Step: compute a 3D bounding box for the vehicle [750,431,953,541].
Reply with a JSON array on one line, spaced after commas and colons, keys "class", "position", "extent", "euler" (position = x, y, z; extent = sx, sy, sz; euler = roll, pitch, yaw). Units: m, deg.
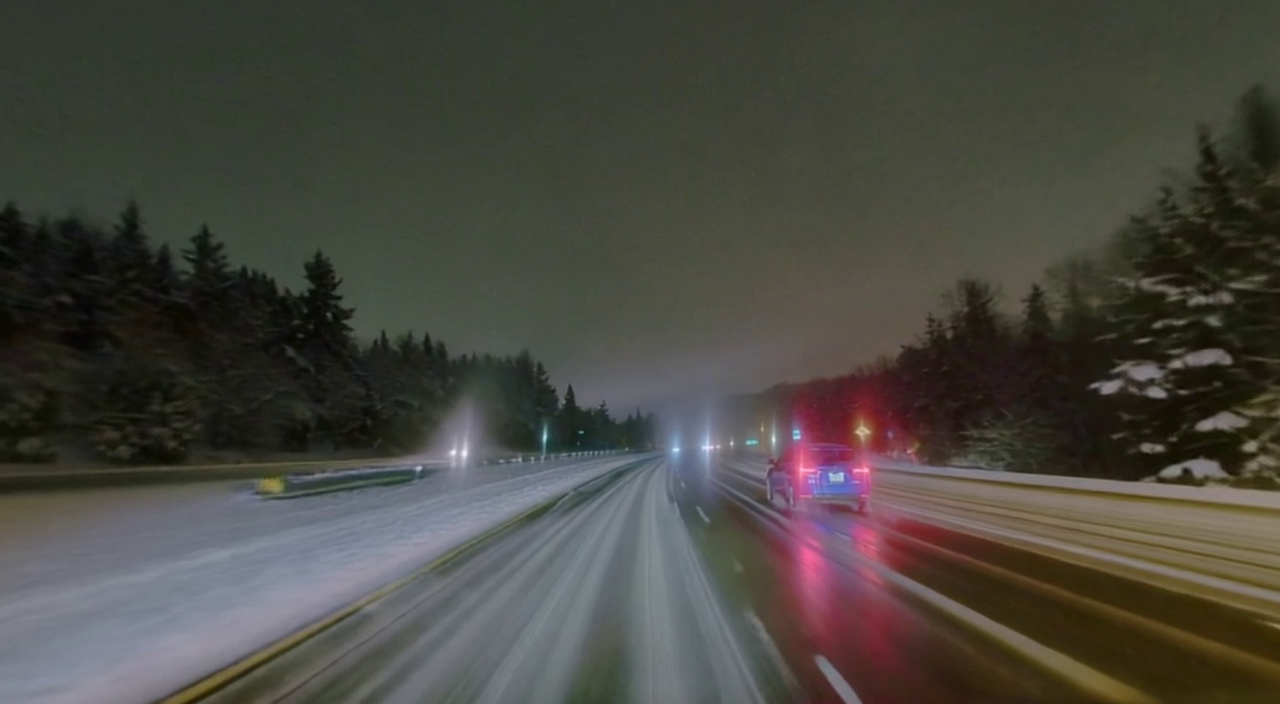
[{"class": "vehicle", "position": [3.413, 2.242, 11.239], "extent": [2.050, 1.546, 4.344], "euler": [0, -8, -1]}]
